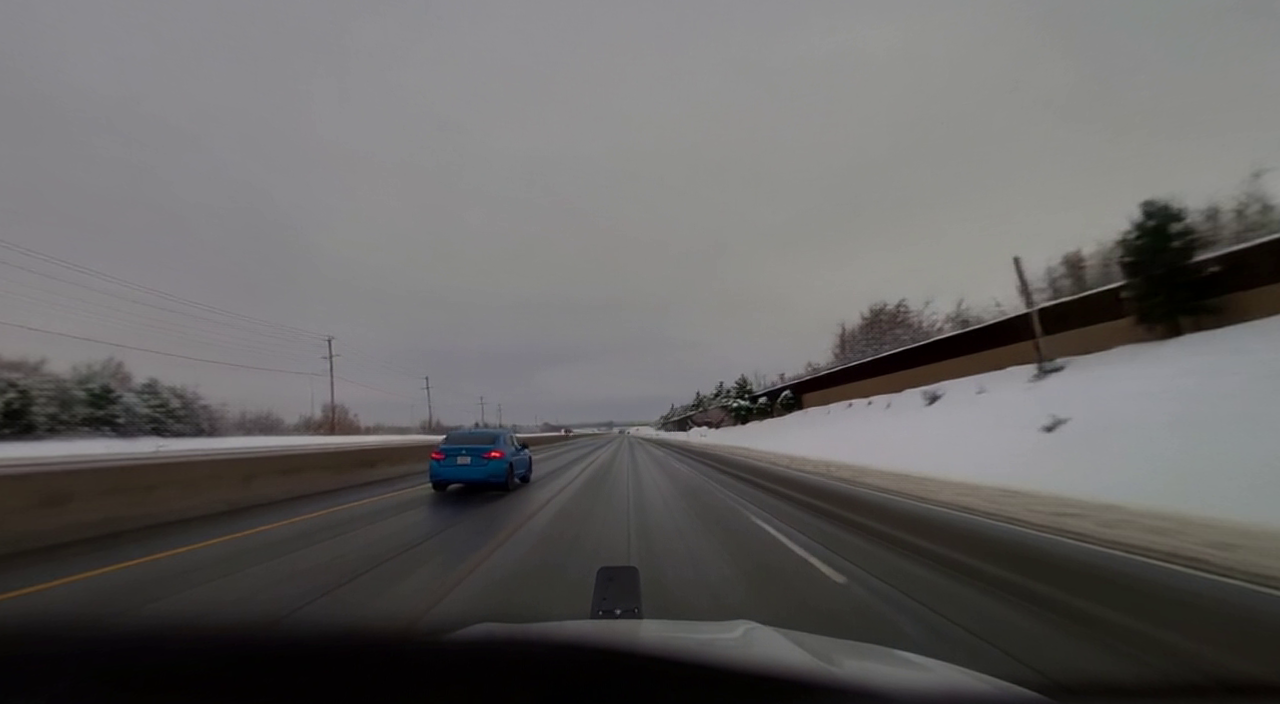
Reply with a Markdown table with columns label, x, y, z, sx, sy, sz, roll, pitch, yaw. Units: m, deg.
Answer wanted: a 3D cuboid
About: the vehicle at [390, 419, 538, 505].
| label | x | y | z | sx | sy | sz | roll | pitch | yaw |
| --- | --- | --- | --- | --- | --- | --- | --- | --- | --- |
| vehicle | -3.503 | 2.256 | 13.365 | 1.999 | 1.536 | 3.969 | 0 | -8 | 0 |
